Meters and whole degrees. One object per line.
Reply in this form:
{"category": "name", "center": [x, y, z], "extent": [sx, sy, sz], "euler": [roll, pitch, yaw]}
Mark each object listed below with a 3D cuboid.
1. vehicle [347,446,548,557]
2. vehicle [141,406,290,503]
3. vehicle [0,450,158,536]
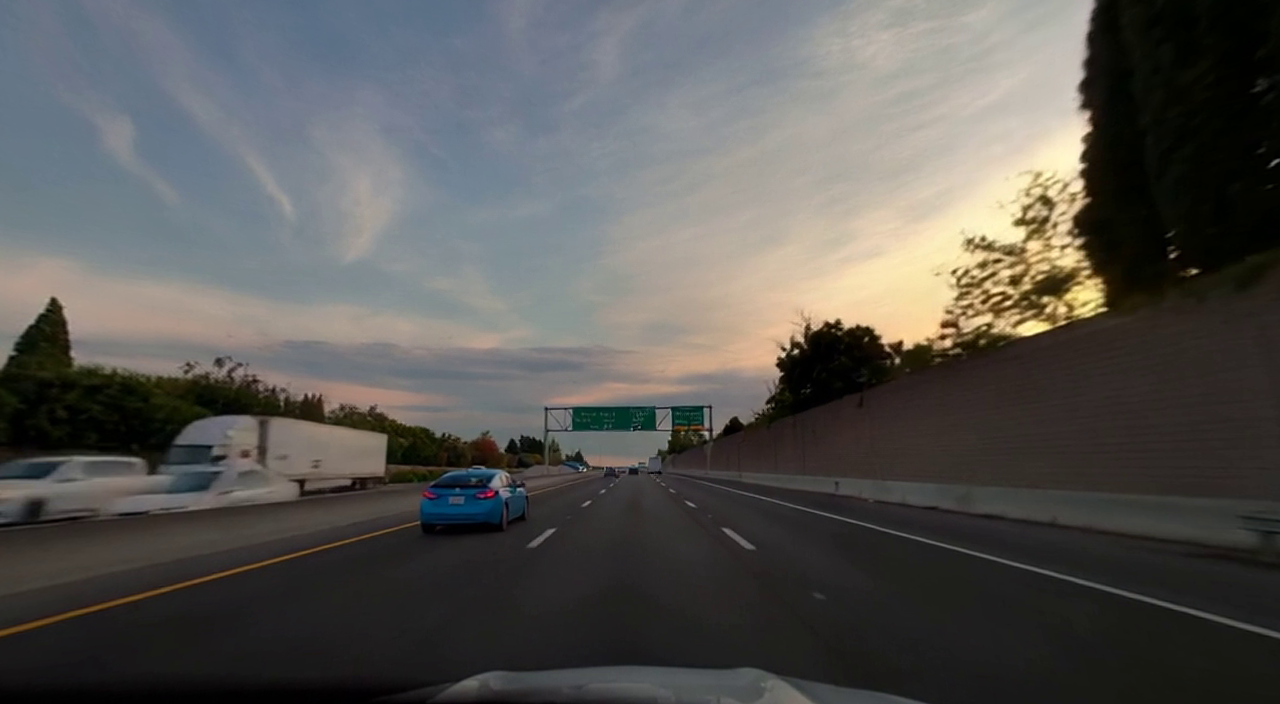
{"category": "vehicle", "center": [-3.012, 2.497, 11.080], "extent": [2.045, 1.487, 4.582], "euler": [1, -10, 0]}
{"category": "vehicle", "center": [-19.452, 4.820, 29.369], "extent": [2.939, 4.029, 5.203], "euler": [1, -11, 1]}
{"category": "vehicle", "center": [-11.844, 2.682, 12.309], "extent": [1.800, 1.445, 3.699], "euler": [1, -10, 1]}
